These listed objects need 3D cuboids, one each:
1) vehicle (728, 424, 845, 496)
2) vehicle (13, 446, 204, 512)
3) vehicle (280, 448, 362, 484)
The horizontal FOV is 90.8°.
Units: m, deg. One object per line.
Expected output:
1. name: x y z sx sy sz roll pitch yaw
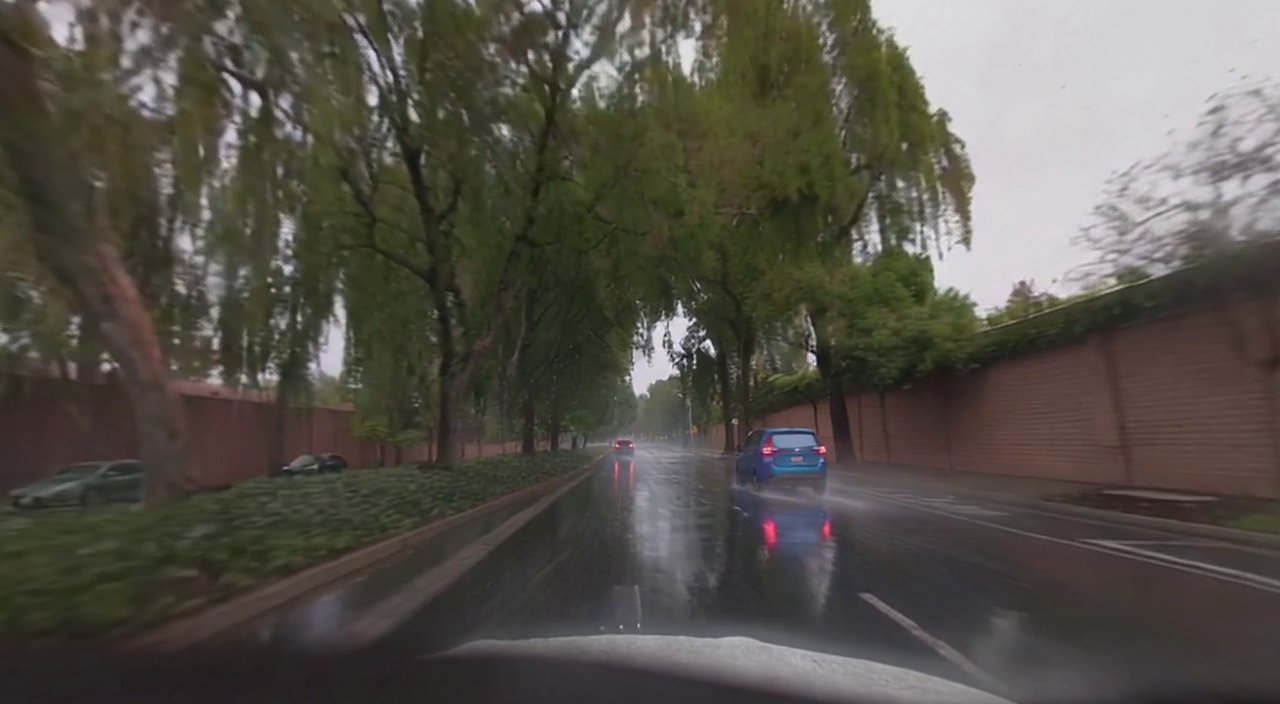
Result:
1. vehicle: 3.970 3.025 18.010 2.155 1.752 4.456 0 -8 -1
2. vehicle: -17.535 4.143 21.313 2.075 1.909 5.064 0 -8 -1
3. vehicle: -17.161 6.120 34.310 1.983 1.786 4.756 -1 -8 0
